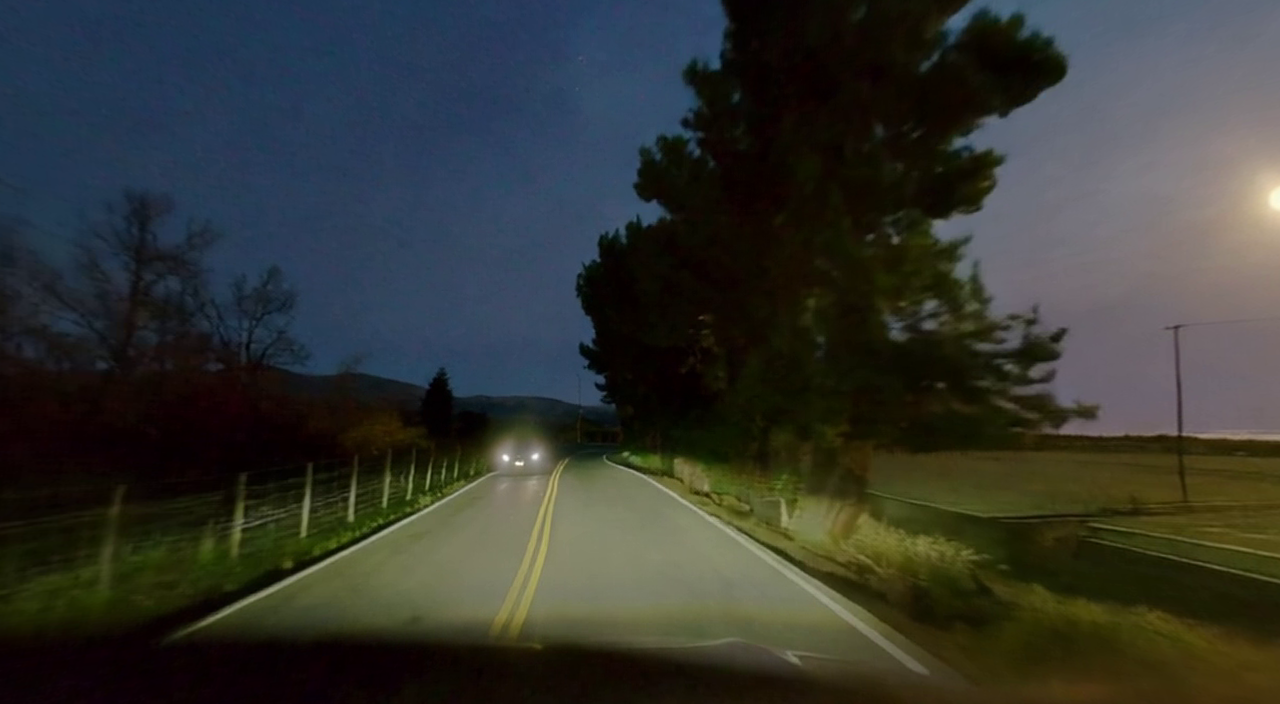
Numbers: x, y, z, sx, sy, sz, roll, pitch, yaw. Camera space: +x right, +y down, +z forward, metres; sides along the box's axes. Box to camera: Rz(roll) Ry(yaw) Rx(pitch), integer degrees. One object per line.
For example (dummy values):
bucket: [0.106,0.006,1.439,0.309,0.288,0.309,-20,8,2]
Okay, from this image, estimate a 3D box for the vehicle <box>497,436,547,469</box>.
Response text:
vehicle: [-5.737,4.930,31.187,1.987,1.521,3.649,0,-8,-4]
